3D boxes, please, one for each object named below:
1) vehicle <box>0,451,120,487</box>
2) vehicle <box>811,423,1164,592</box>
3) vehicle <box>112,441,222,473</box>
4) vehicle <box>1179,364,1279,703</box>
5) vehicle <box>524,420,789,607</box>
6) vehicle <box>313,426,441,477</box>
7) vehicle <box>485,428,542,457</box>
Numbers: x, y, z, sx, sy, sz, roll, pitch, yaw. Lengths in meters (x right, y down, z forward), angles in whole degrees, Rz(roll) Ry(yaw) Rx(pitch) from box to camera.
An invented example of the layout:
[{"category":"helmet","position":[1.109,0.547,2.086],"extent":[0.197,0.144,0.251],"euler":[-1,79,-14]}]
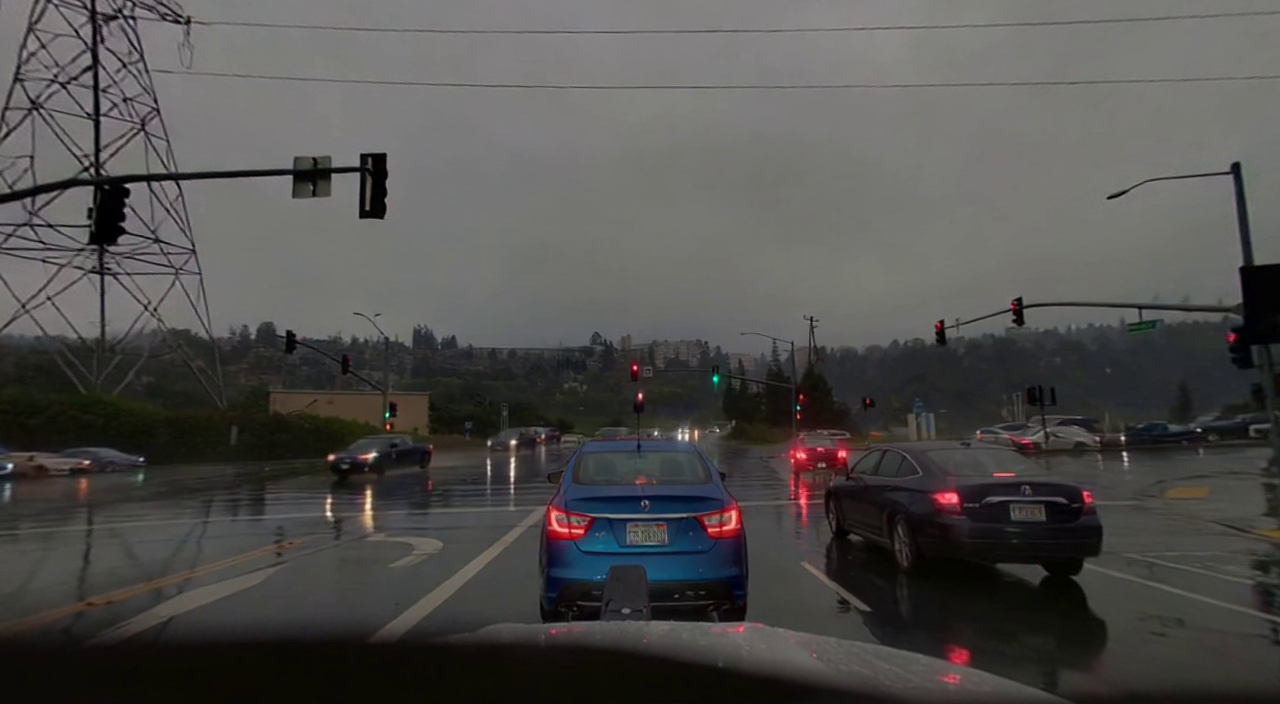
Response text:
[{"category":"vehicle","position":[-25.910,5.117,27.766],"extent":[4.263,1.464,1.895],"euler":[0,-8,-1]},{"category":"vehicle","position":[3.659,1.685,7.726],"extent":[1.835,1.473,4.190],"euler":[0,-8,-2]},{"category":"vehicle","position":[-26.010,5.771,34.808],"extent":[4.417,1.637,1.956],"euler":[0,-8,-2]},{"category":"vehicle","position":[3.414,0.590,0.631],"extent":[1.926,1.614,4.330],"euler":[0,-8,1]},{"category":"vehicle","position":[0.118,1.598,7.133],"extent":[2.117,1.474,4.036],"euler":[0,-8,0]},{"category":"vehicle","position":[-9.887,3.826,24.368],"extent":[2.269,1.716,5.700],"euler":[-1,-8,3]},{"category":"vehicle","position":[-8.463,6.123,42.715],"extent":[2.161,1.818,5.672],"euler":[-1,-8,6]}]
